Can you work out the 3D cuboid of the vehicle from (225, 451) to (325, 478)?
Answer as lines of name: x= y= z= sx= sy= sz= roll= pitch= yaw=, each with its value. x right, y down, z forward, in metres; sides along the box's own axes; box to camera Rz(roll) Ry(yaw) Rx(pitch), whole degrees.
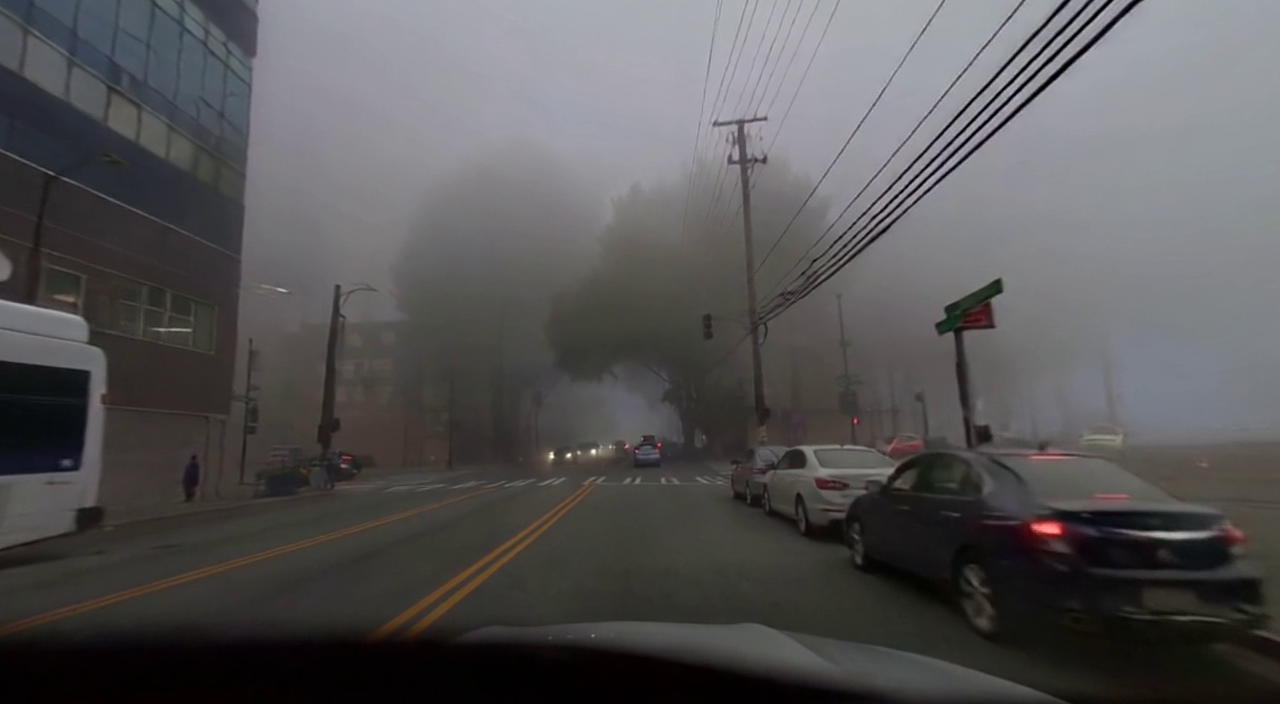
vehicle: x=-20.875 y=6.460 z=36.259 sx=4.477 sy=1.439 sz=1.966 roll=-1 pitch=-8 yaw=2

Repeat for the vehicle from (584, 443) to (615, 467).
vehicle: x=-2.823 y=7.326 z=45.189 sx=2.026 sy=1.616 sz=4.109 roll=1 pitch=-8 yaw=-1

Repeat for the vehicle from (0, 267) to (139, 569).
vehicle: x=-9.391 y=0.124 z=3.025 sx=3.022 sy=3.627 sz=13.129 roll=-1 pitch=-9 yaw=1

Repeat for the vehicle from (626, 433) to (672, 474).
vehicle: x=0.484 y=5.064 z=31.721 sx=2.127 sy=1.893 sz=4.194 roll=-1 pitch=-8 yaw=2

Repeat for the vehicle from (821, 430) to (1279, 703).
vehicle: x=3.325 y=1.517 z=5.793 sx=2.018 sy=1.474 sz=4.524 roll=0 pitch=-8 yaw=1

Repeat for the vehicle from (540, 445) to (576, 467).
vehicle: x=-6.188 y=7.849 z=47.977 sx=2.089 sy=1.578 sz=4.571 roll=0 pitch=-8 yaw=0
